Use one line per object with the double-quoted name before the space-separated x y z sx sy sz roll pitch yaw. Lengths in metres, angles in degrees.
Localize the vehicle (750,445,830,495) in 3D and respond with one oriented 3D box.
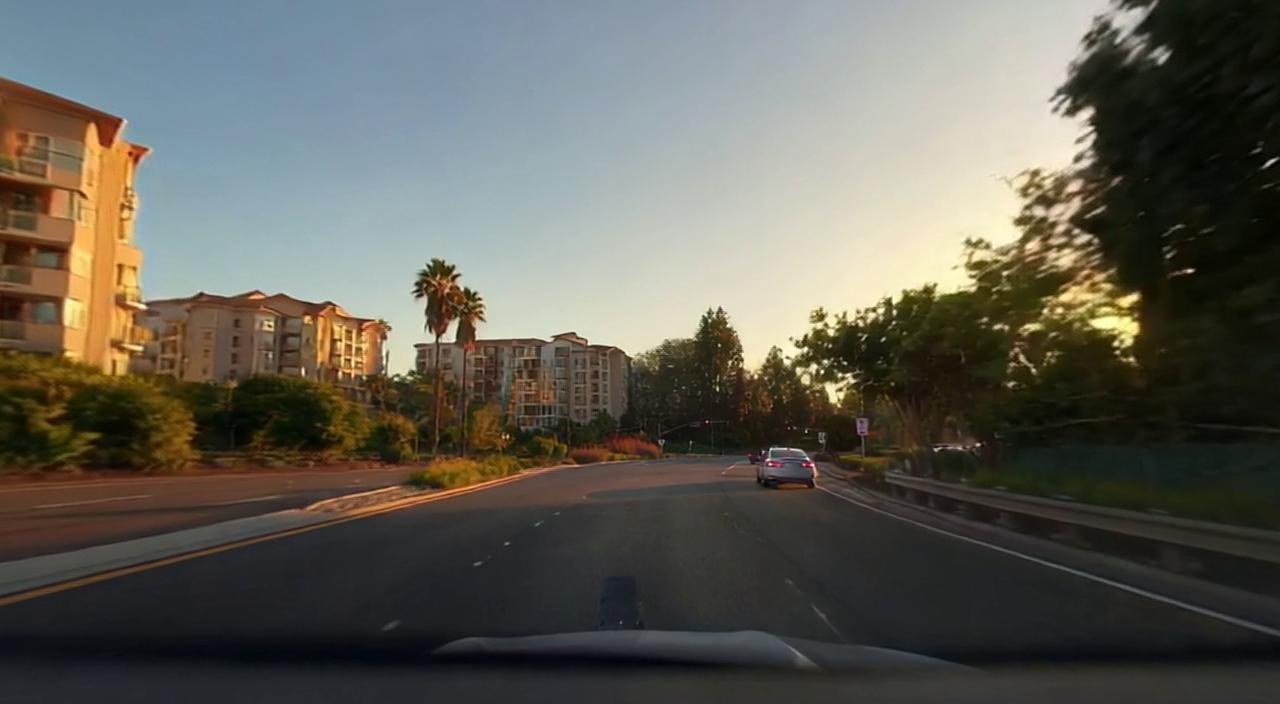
"vehicle" 4.887 3.879 21.090 1.993 1.483 3.821 -1 -9 4
